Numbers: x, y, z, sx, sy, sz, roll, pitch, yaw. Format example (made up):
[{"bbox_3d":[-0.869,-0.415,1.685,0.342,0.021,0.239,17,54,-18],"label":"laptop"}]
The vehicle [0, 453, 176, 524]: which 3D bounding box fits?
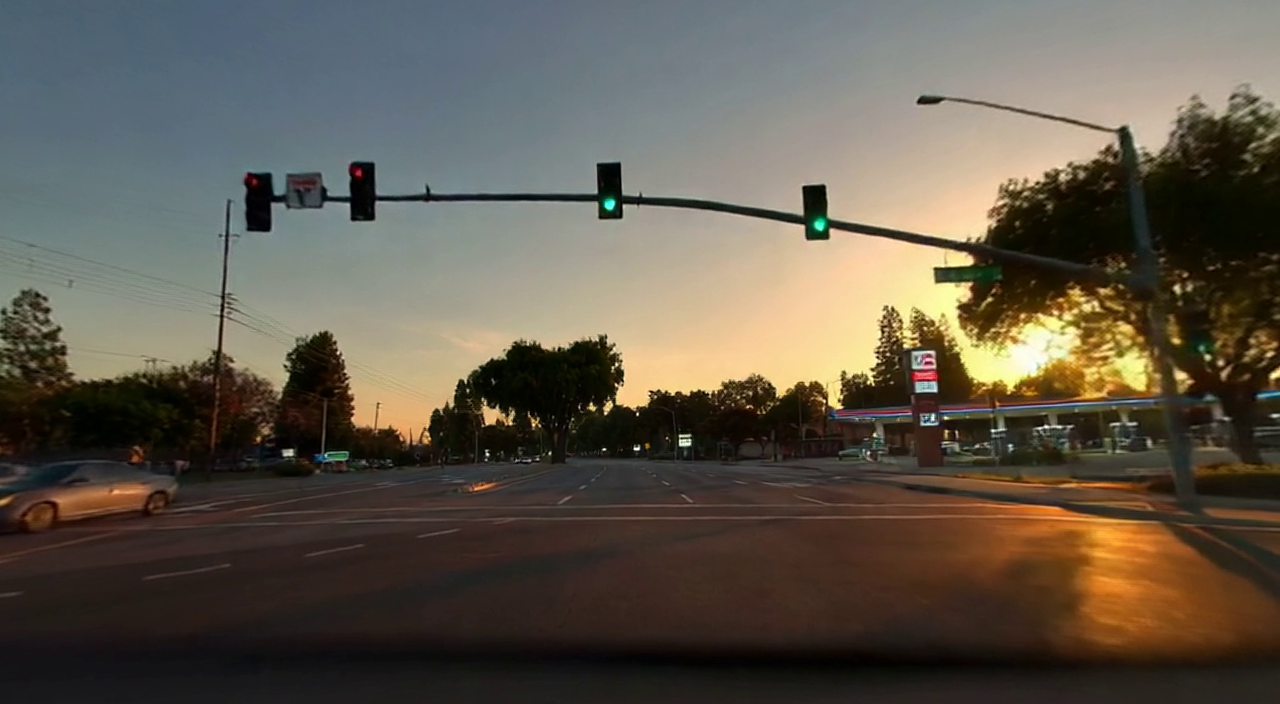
[{"bbox_3d":[-15.158,3.554,17.032,2.053,1.598,4.336,0,-9,-2],"label":"vehicle"}]
